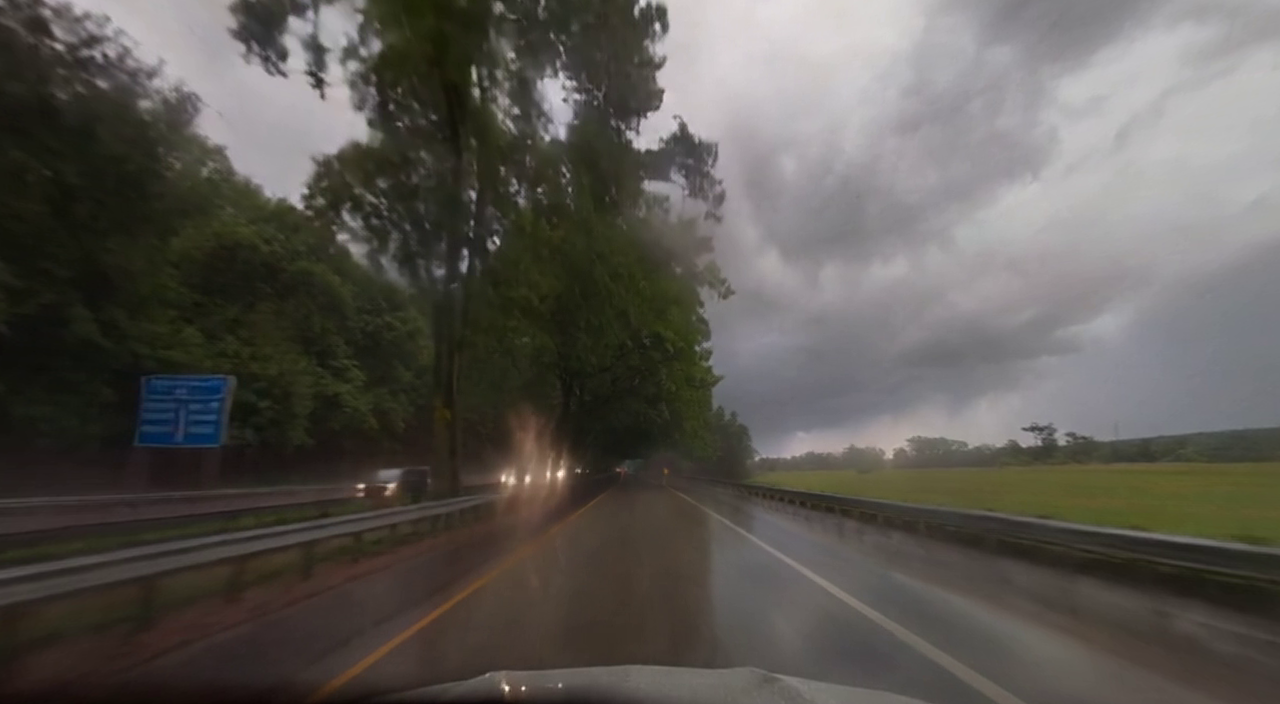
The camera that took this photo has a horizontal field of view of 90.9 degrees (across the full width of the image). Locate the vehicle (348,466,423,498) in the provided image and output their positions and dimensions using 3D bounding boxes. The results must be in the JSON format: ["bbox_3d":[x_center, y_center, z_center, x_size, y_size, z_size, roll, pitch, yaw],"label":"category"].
[{"bbox_3d":[-13.053,6.672,32.642,2.034,1.490,4.226,1,-11,0],"label":"vehicle"}]
